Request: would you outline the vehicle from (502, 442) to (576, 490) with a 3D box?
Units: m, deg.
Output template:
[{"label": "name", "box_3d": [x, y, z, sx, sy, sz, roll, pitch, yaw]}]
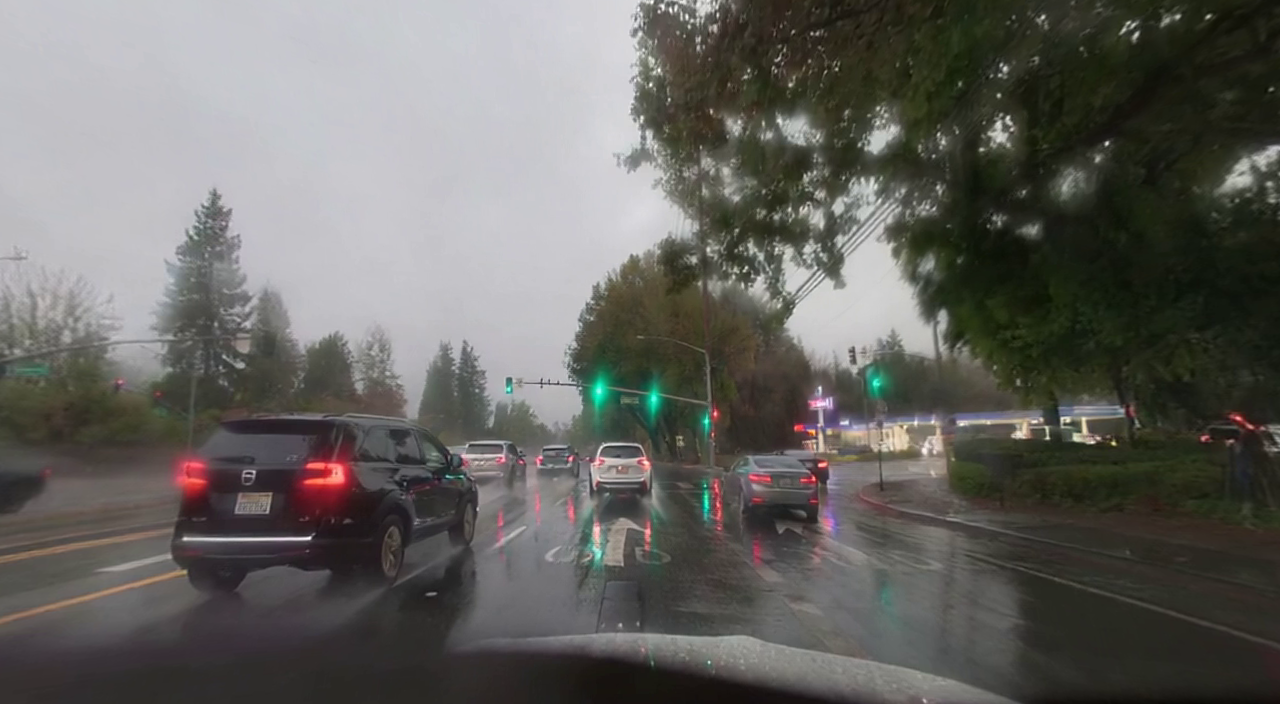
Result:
[{"label": "vehicle", "box_3d": [-3.485, 4.007, 22.593, 1.953, 1.530, 4.335, 0, -8, 0]}]

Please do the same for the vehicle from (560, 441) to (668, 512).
[{"label": "vehicle", "box_3d": [-0.593, 2.852, 15.028, 2.189, 1.437, 4.135, 0, -8, -2]}]

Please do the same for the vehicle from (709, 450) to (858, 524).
[{"label": "vehicle", "box_3d": [2.846, 2.784, 13.677, 2.065, 1.302, 4.416, 0, -8, -2]}]

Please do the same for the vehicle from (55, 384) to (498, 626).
[{"label": "vehicle", "box_3d": [-2.997, 1.381, 6.651, 1.922, 1.642, 4.547, 0, -8, 0]}]

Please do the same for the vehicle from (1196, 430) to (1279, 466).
[{"label": "vehicle", "box_3d": [23.883, 3.617, 23.844, 1.787, 1.301, 4.365, 0, -8, -1]}]

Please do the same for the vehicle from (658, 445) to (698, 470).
[{"label": "vehicle", "box_3d": [2.319, 6.646, 40.157, 2.069, 1.464, 4.599, 0, -8, -3]}]
